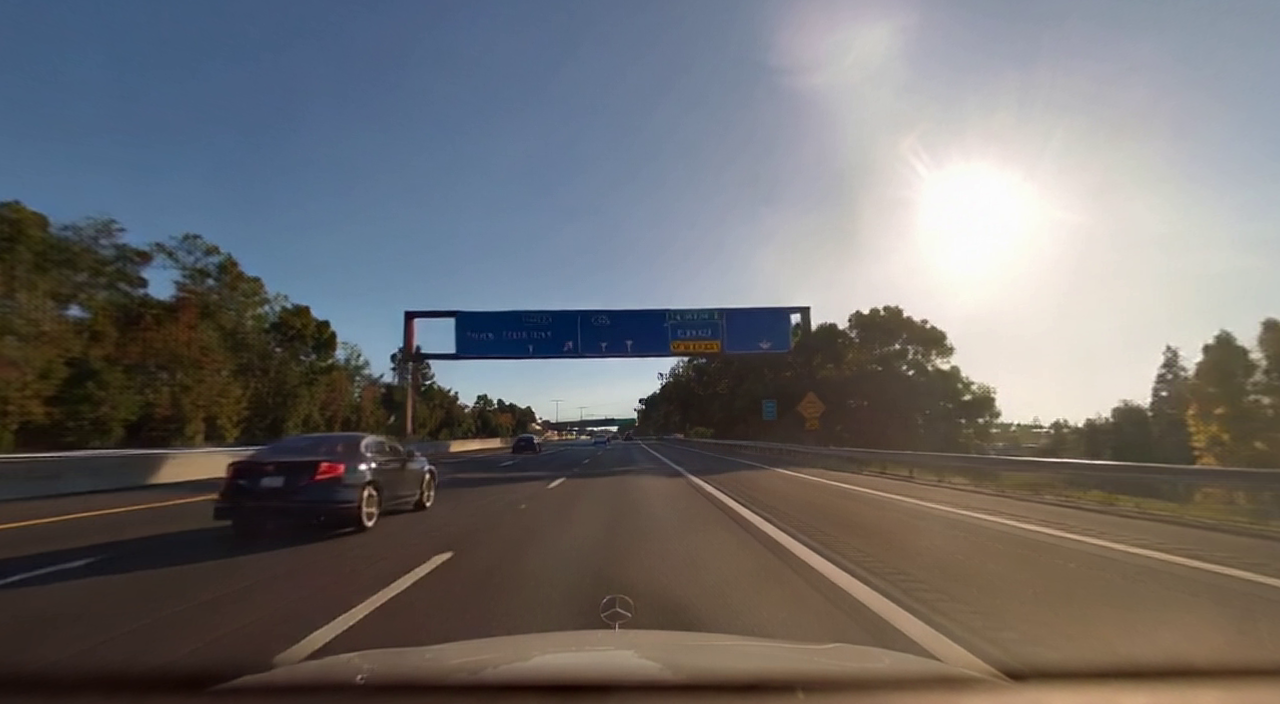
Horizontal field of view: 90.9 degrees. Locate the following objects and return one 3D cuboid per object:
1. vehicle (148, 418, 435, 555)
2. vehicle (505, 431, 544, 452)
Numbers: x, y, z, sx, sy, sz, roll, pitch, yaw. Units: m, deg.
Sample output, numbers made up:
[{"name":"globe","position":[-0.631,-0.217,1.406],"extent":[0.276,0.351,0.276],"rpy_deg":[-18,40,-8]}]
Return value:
[{"name":"vehicle","position":[-4.458,1.725,8.851],"extent":[1.912,1.495,3.703],"rpy_deg":[0,-7,0]},{"name":"vehicle","position":[-9.004,7.044,49.628],"extent":[2.092,1.574,5.251],"rpy_deg":[0,-7,0]}]
